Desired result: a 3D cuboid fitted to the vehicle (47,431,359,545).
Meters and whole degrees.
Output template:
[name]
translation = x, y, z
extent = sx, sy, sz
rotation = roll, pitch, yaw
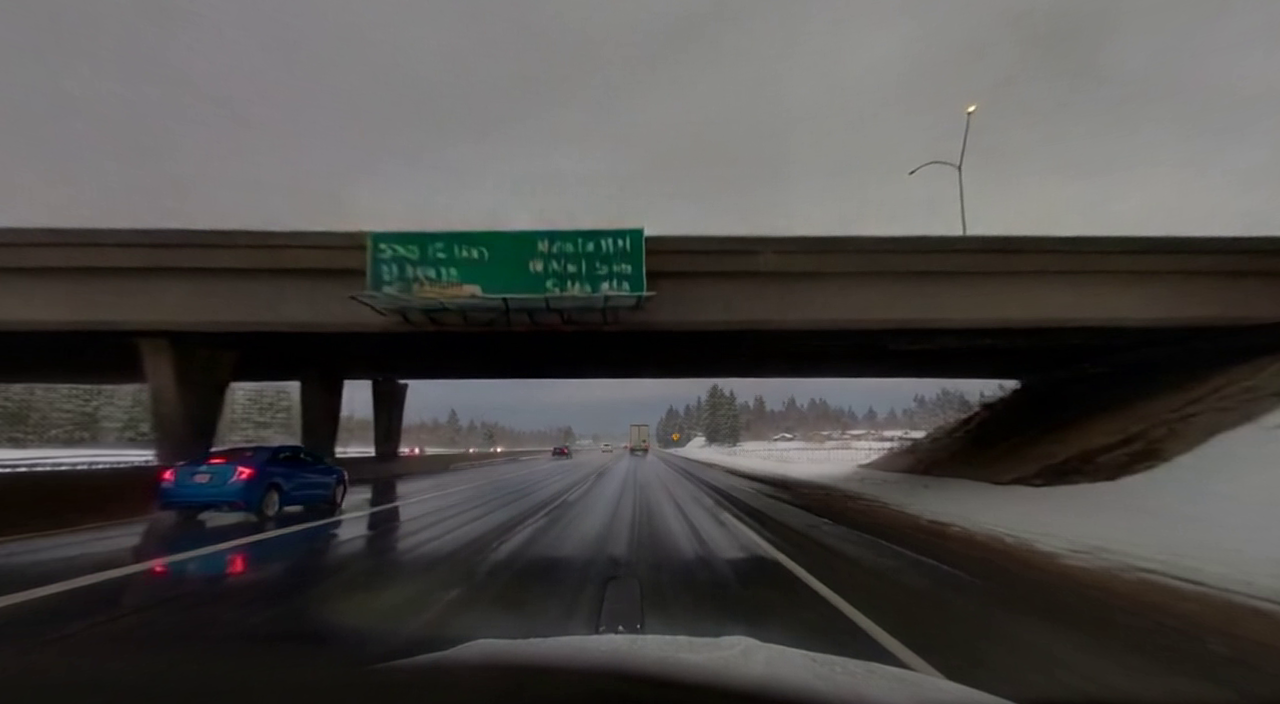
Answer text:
[vehicle]
translation = -7.028, 2.212, 10.970
extent = 2.096, 1.541, 4.610
rotation = 0, -8, 0
